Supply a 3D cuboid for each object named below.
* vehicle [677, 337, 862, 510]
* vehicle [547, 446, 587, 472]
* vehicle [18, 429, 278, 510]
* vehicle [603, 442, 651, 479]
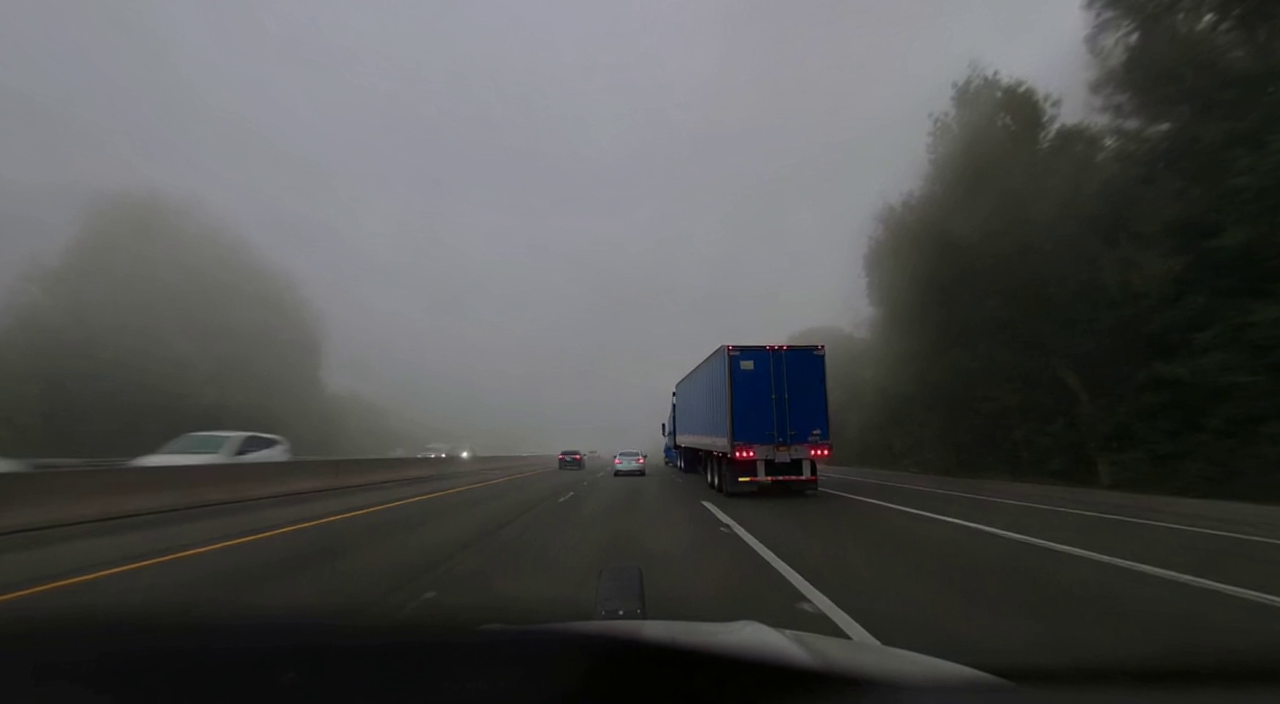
[{"bbox_3d":[3.537,2.888,23.115,2.996,4.123,15.965,0,-9,-2],"label":"vehicle"},{"bbox_3d":[-4.478,6.664,39.501,1.995,1.491,4.317,0,-9,0],"label":"vehicle"},{"bbox_3d":[-11.006,2.648,14.652,1.983,1.565,4.367,-2,-9,13],"label":"vehicle"},{"bbox_3d":[-0.616,5.273,30.950,2.191,1.685,4.015,0,-9,-1],"label":"vehicle"}]
